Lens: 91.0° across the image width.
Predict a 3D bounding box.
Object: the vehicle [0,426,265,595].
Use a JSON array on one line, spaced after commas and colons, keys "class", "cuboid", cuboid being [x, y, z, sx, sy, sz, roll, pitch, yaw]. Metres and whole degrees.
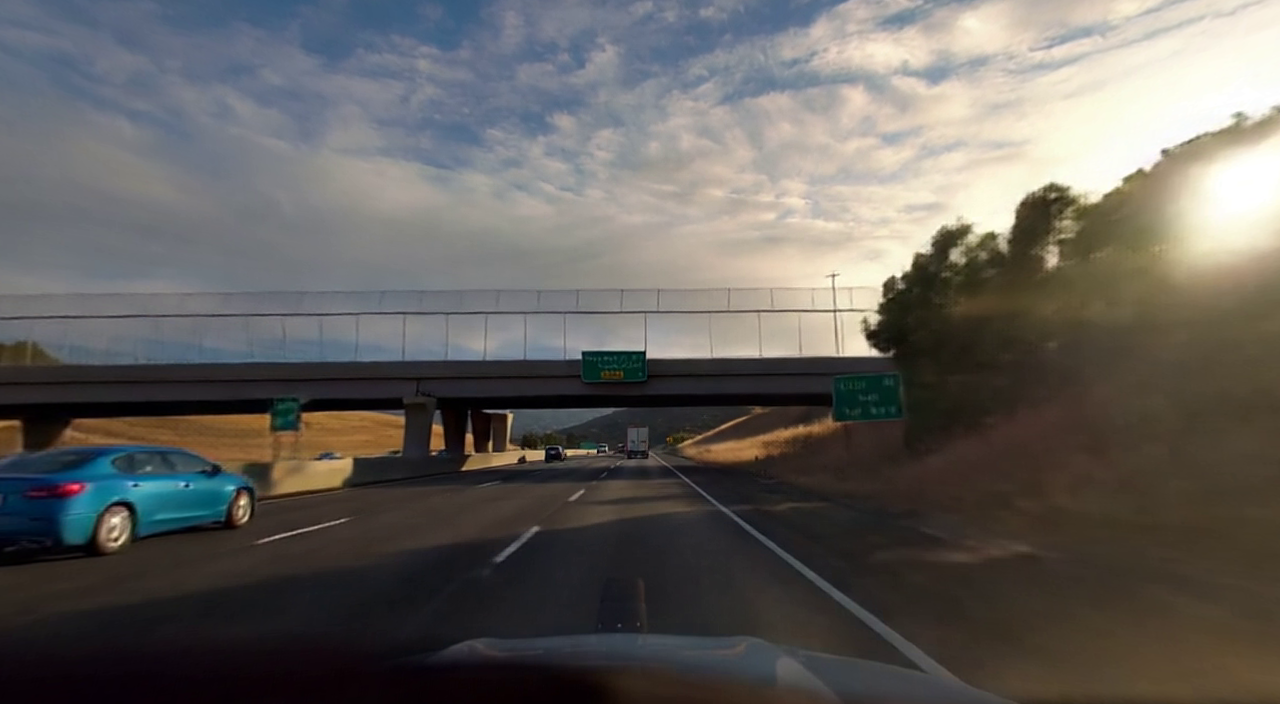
[{"class": "vehicle", "cuboid": [-6.933, 1.711, 7.489, 2.096, 1.541, 4.610, 0, -8, 0]}]
